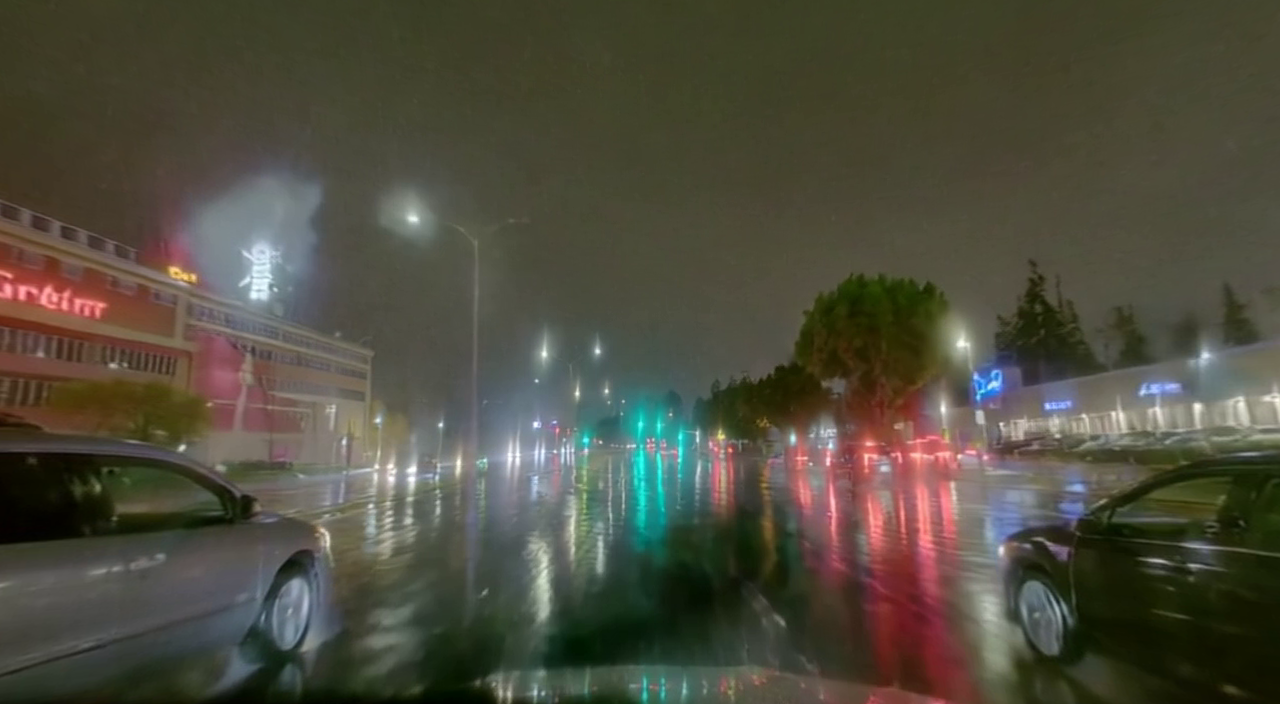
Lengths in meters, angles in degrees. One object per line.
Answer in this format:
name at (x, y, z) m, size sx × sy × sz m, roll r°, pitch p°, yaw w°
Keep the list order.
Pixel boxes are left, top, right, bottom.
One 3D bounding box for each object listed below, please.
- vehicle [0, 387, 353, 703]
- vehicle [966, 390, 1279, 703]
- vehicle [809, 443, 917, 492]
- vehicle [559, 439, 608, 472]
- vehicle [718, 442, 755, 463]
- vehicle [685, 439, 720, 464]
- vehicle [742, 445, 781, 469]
vehicle at (-3.323, 0.899, 2.304) m, size 2.155 × 1.504 × 4.776 m, roll -1°, pitch -8°, yaw 2°
vehicle at (3.287, 0.865, 2.098) m, size 1.981 × 1.499 × 4.536 m, roll 0°, pitch -8°, yaw 0°
vehicle at (7.446, 3.888, 21.608) m, size 1.976 × 1.469 × 4.576 m, roll 0°, pitch -8°, yaw -1°
vehicle at (-2.764, 5.181, 31.663) m, size 1.917 × 1.511 × 4.436 m, roll -1°, pitch -8°, yaw 2°
vehicle at (7.564, 7.923, 49.761) m, size 1.918 × 1.598 × 4.536 m, roll 0°, pitch -8°, yaw -3°
vehicle at (4.405, 7.084, 45.083) m, size 2.007 × 1.683 × 4.171 m, roll 0°, pitch -8°, yaw -1°
vehicle at (7.596, 6.573, 39.678) m, size 1.654 × 1.440 × 3.647 m, roll 0°, pitch -8°, yaw -1°
